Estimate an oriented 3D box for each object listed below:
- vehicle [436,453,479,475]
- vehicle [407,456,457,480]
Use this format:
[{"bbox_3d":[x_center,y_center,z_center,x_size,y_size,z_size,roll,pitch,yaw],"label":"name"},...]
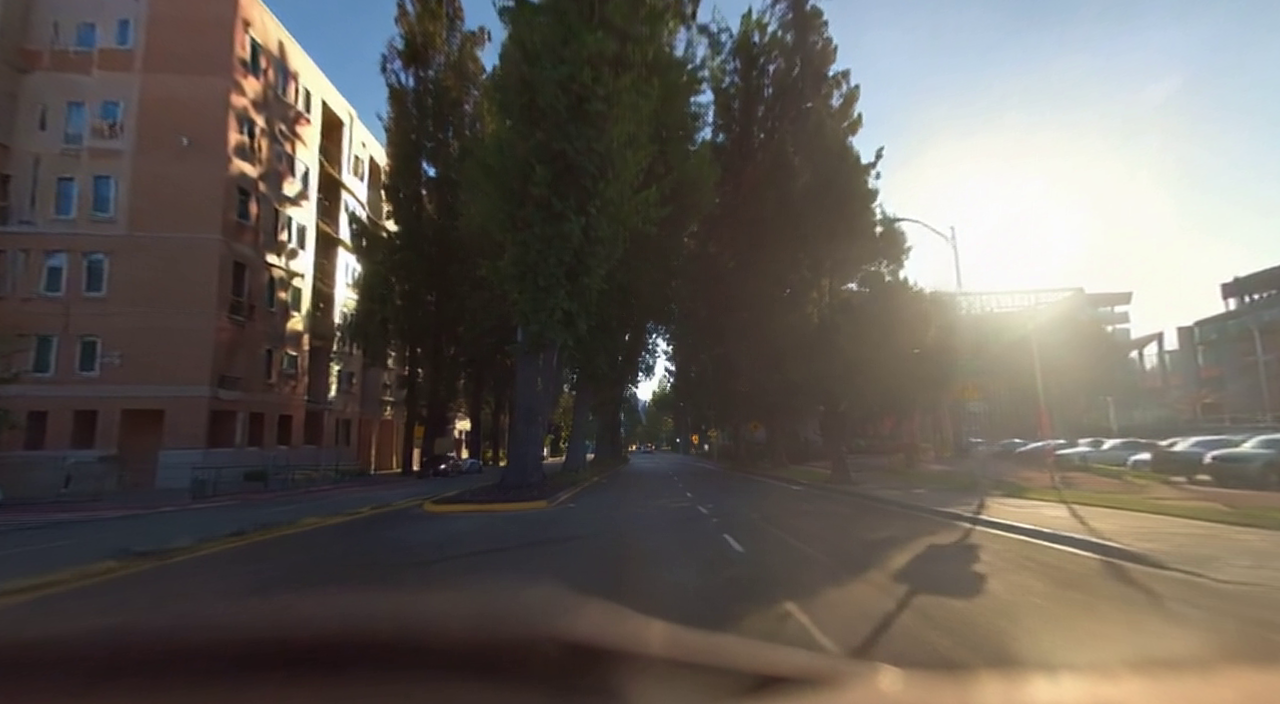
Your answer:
[{"bbox_3d":[-13.839,8.496,47.998,1.816,1.567,3.957,-1,-9,3],"label":"vehicle"},{"bbox_3d":[-13.926,7.756,42.436,1.835,1.434,4.325,0,-9,0],"label":"vehicle"}]
